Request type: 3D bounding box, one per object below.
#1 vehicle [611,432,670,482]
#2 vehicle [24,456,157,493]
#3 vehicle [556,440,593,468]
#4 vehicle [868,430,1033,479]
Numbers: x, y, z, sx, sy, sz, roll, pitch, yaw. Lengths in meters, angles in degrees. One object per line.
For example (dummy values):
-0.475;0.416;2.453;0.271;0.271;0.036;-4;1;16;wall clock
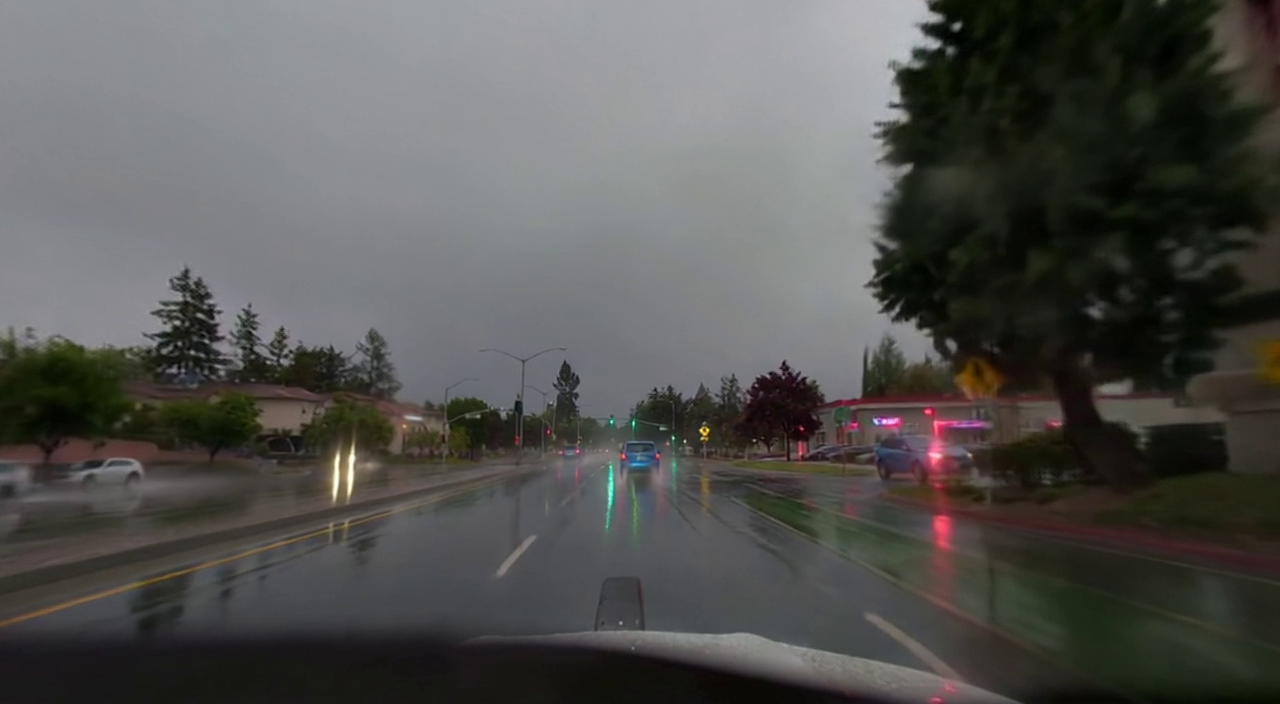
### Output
-0.043;4.450;26.998;2.273;1.909;5.075;0;-9;-1;vehicle
-26.247;5.826;30.472;1.955;1.540;5.041;0;-9;-1;vehicle
-4.530;7.180;44.541;2.202;1.856;4.516;0;-8;-1;vehicle
12.399;4.123;25.544;5.506;1.850;2.156;0;-9;0;vehicle
